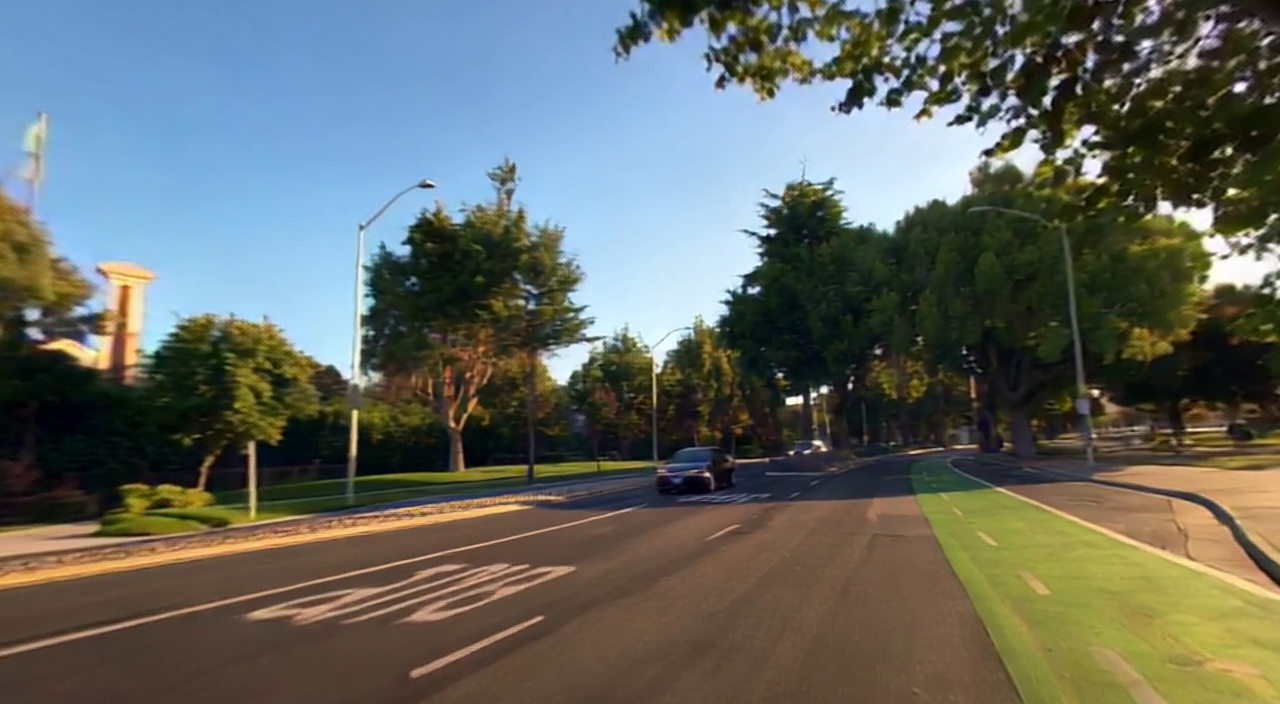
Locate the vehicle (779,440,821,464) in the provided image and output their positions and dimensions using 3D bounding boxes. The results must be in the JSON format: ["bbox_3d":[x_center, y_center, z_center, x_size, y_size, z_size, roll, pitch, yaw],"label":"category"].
[{"bbox_3d":[12.478,7.767,49.100,2.065,1.744,4.566,-5,-10,27],"label":"vehicle"}]

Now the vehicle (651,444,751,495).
[{"bbox_3d":[2.128,3.760,20.716,2.071,1.456,4.663,-3,-9,21],"label":"vehicle"}]
